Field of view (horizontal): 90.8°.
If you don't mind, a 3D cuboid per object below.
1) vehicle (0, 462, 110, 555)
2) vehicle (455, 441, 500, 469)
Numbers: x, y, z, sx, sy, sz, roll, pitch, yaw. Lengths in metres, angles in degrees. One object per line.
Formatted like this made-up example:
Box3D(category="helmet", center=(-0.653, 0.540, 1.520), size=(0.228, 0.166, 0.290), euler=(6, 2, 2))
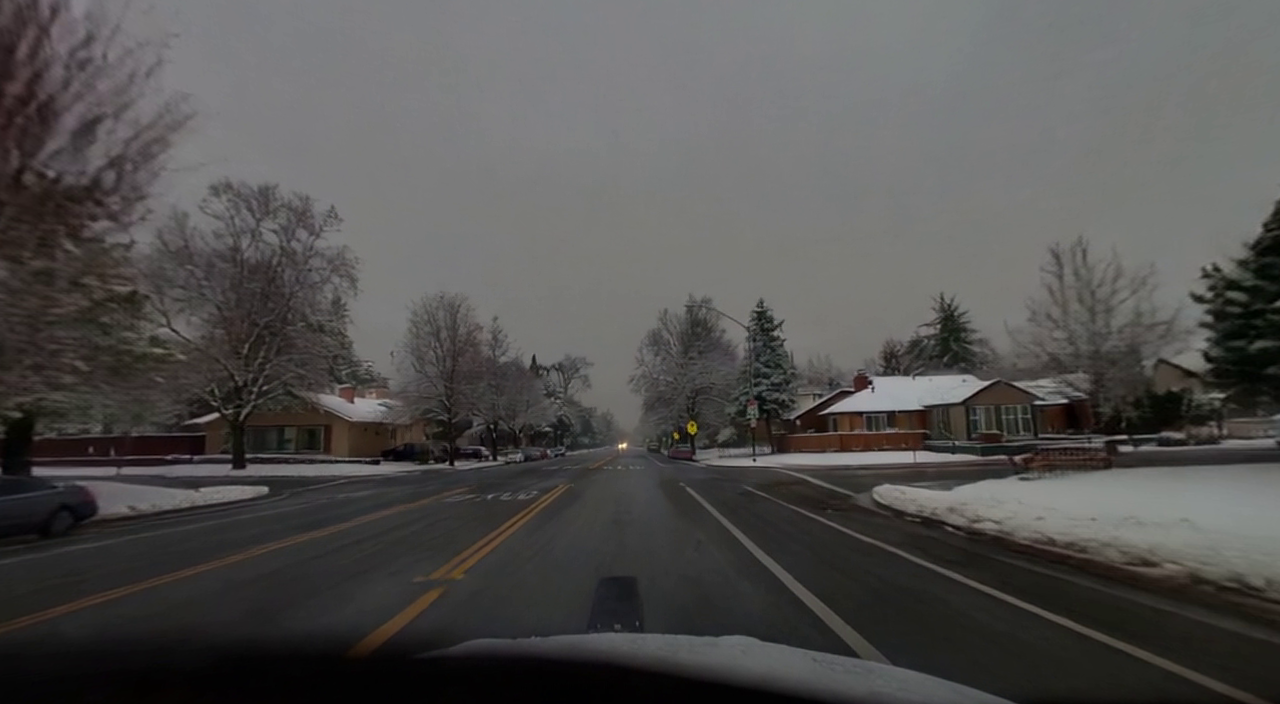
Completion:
Box3D(category="vehicle", center=(-11.558, 2.656, 10.511), size=(1.870, 1.451, 4.140), euler=(-1, -8, 0))
Box3D(category="vehicle", center=(-12.548, 7.999, 49.269), size=(2.199, 1.988, 5.454), euler=(0, -9, -2))
